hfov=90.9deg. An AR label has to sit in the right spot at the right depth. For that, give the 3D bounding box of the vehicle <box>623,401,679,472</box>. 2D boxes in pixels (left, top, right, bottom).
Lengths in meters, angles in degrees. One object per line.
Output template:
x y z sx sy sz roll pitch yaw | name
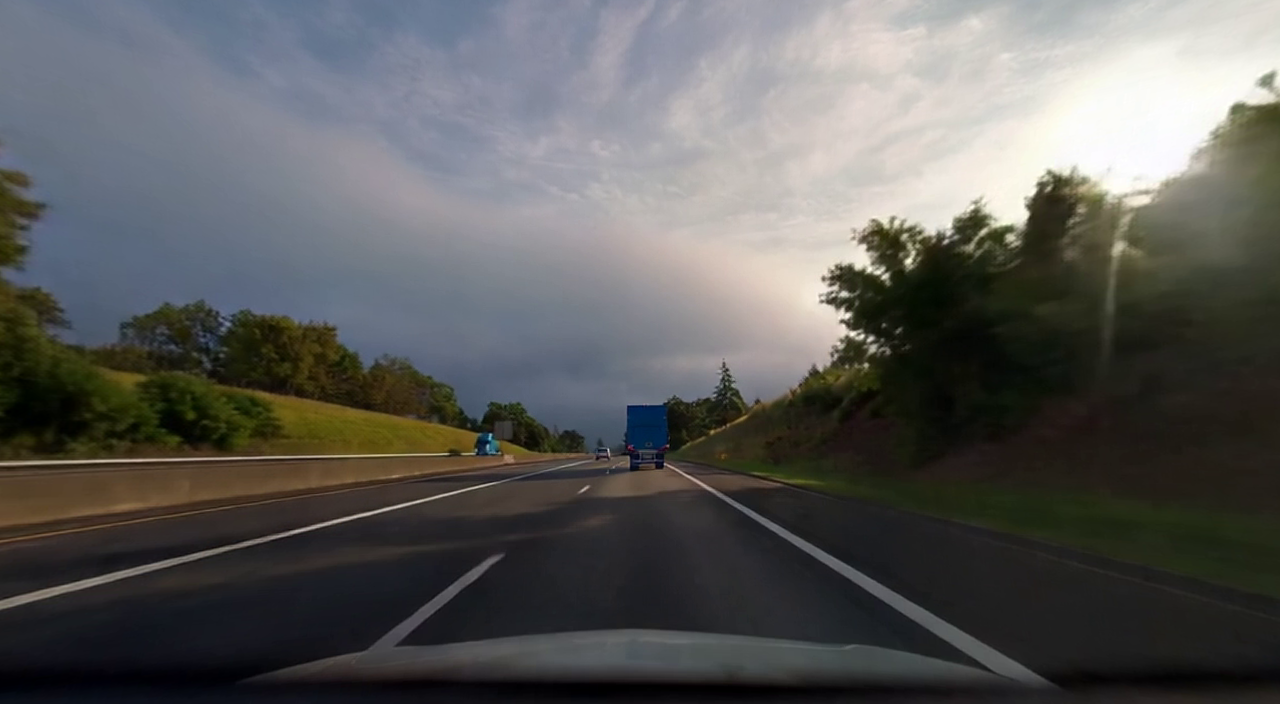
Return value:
0.476 5.611 41.010 3.055 4.009 10.972 0 -9 -2 | vehicle
